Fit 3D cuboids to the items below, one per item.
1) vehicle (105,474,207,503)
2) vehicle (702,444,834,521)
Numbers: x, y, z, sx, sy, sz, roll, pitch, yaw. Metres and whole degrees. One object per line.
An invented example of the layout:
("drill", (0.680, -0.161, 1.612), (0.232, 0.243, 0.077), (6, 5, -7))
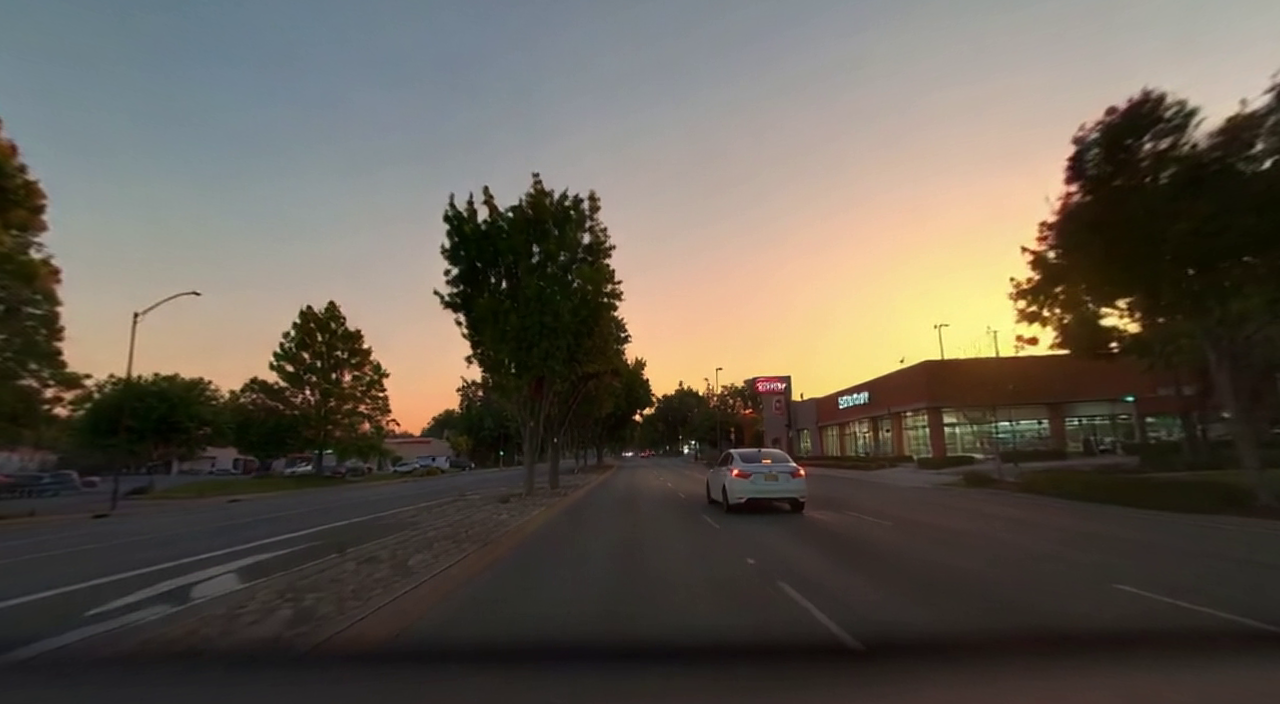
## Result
("vehicle", (-27.459, 7.726, 35.900), (4.294, 1.417, 1.802), (5, -11, -29))
("vehicle", (2.780, 2.988, 14.853), (2.015, 1.479, 4.444), (0, -10, -2))
